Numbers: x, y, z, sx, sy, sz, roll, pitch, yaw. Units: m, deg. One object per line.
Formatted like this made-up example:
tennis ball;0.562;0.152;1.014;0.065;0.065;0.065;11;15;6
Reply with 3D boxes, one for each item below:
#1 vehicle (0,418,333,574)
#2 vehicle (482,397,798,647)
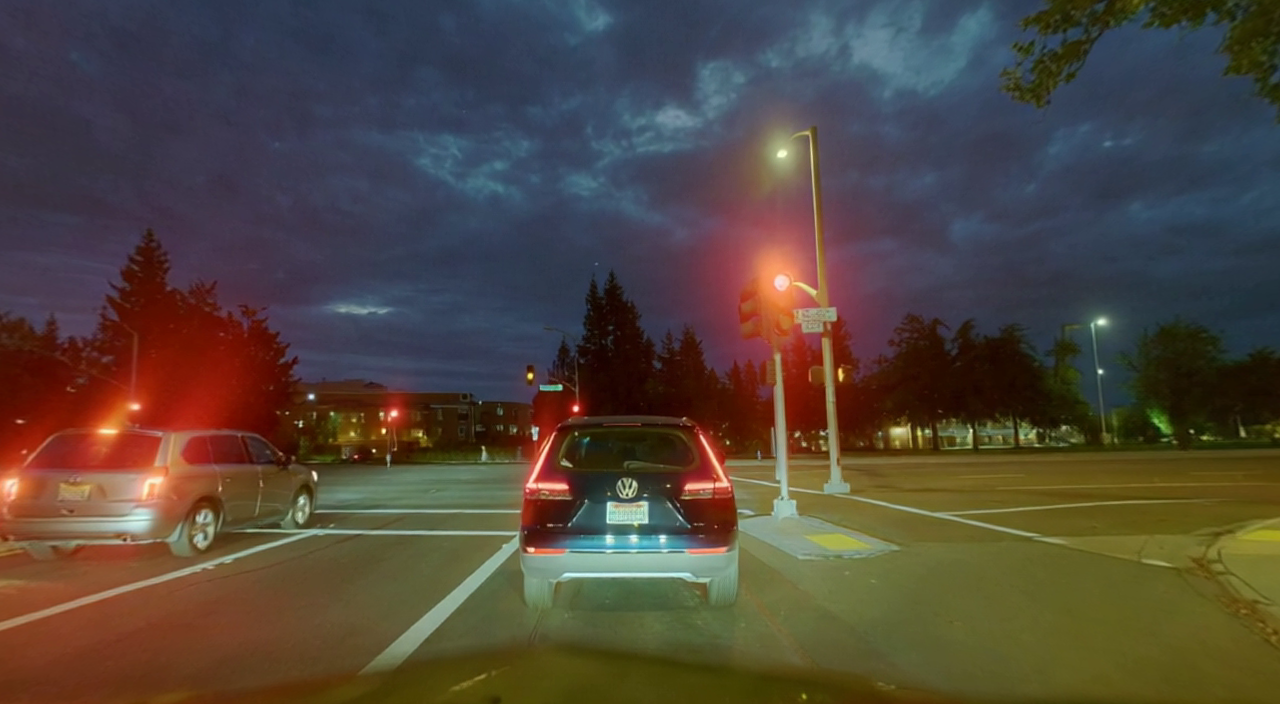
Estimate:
vehicle;-6.393;1.900;9.110;2.020;1.695;4.187;1;-9;-5
vehicle;-0.145;1.458;6.441;2.154;1.670;4.140;0;-9;-5
